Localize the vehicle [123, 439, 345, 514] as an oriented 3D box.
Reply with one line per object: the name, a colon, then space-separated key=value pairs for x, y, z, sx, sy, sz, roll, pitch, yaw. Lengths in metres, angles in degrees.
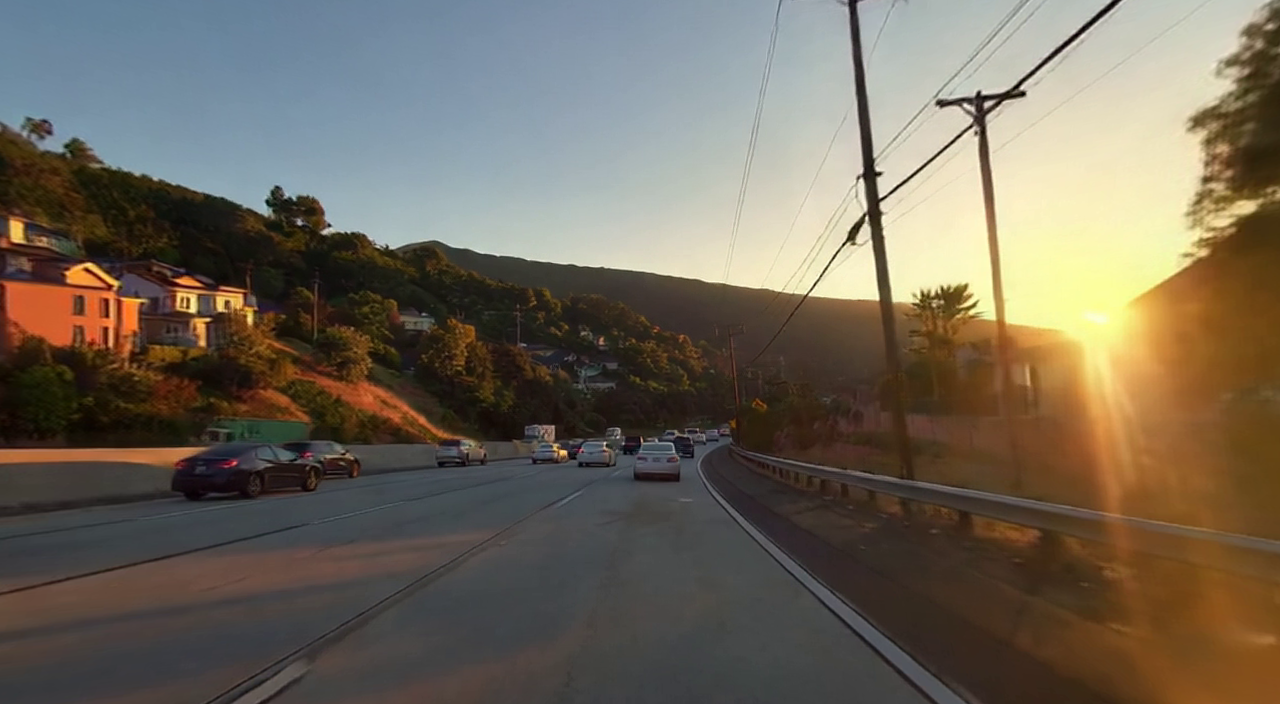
vehicle: x=-9.177 y=2.812 z=14.850 sx=1.959 sy=1.469 sz=4.450 roll=-1 pitch=-8 yaw=5

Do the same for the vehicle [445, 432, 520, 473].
vehicle: x=-7.636 y=4.939 z=31.165 sx=2.080 sy=1.833 sz=4.461 roll=-1 pitch=-8 yaw=7

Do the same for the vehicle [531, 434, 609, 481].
vehicle: x=-2.604 y=4.054 z=24.538 sx=2.121 sy=1.639 sz=4.383 roll=-1 pitch=-8 yaw=6

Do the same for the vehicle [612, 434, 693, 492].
vehicle: x=0.455 y=3.159 z=18.318 sx=2.109 sy=1.495 sz=3.935 roll=-1 pitch=-8 yaw=4
